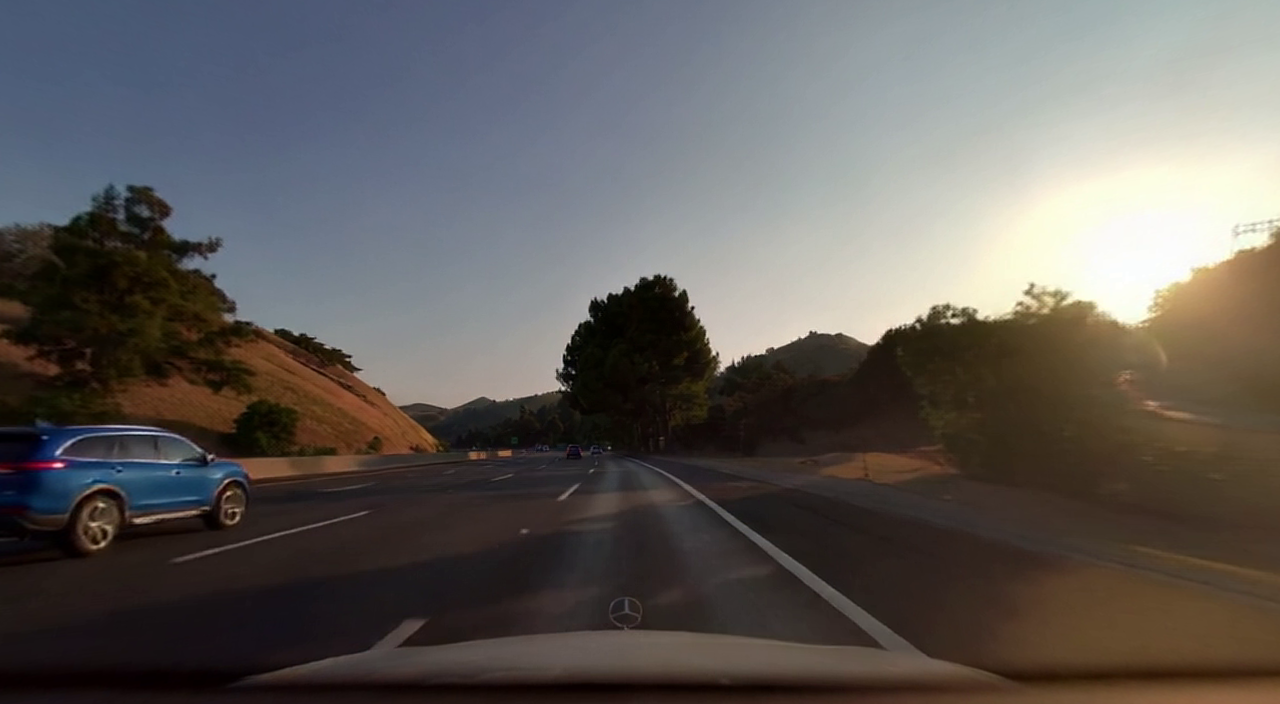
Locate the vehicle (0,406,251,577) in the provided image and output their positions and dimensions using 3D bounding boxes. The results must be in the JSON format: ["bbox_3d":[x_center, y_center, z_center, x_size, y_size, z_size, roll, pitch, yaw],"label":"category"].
[{"bbox_3d":[-7.503,1.671,8.120,2.046,1.712,4.533,0,-8,0],"label":"vehicle"}]
